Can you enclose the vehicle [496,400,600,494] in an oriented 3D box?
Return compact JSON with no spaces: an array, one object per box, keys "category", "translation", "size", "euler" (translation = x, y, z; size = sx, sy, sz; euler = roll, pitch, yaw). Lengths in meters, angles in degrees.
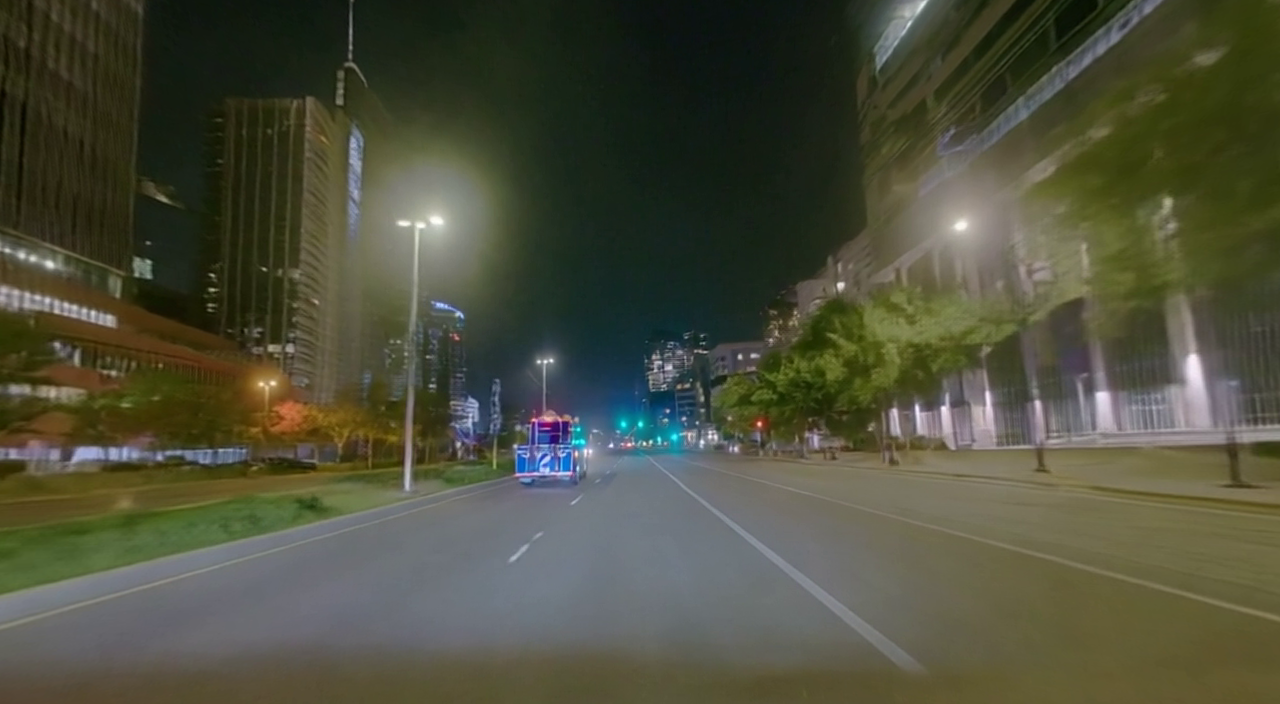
[{"category":"vehicle","translation":[-2.972,3.299,22.075],"size":[2.633,2.787,5.796],"euler":[-1,-8,1]}]
